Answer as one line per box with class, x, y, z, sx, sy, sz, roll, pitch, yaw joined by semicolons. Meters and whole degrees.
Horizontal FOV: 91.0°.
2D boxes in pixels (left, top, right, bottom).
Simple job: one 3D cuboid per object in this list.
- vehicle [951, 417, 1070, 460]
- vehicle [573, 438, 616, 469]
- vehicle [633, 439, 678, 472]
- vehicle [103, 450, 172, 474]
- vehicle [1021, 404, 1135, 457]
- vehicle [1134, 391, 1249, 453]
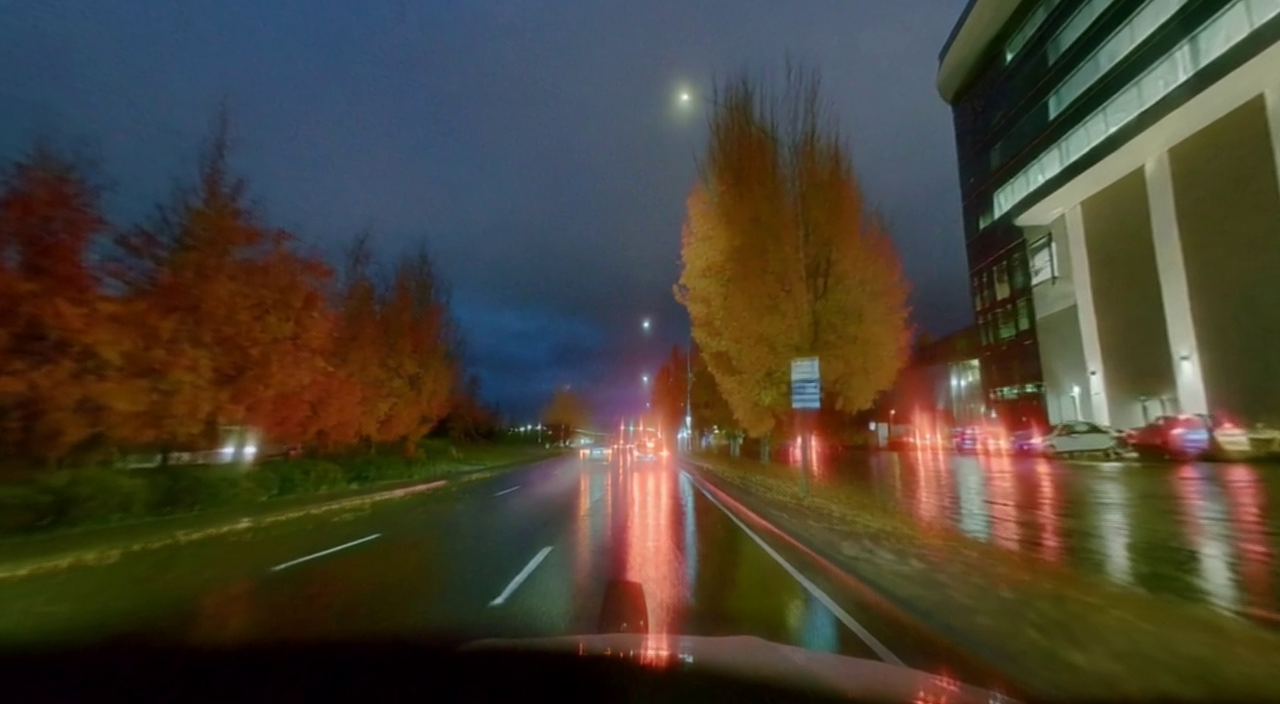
vehicle;26.709;6.297;45.627;6.918;2.911;2.524;0;-9;-1
vehicle;-2.603;5.934;37.106;2.197;1.709;4.069;0;-8;0
vehicle;0.719;5.001;30.638;2.040;1.493;3.682;0;-8;0
vehicle;-36.400;7.944;45.693;1.836;1.590;3.860;0;-8;-1
vehicle;23.095;4.226;33.468;4.440;2.545;2.105;-5;-10;24
vehicle;22.977;2.959;26.338;2.673;2.486;2.062;0;-8;-1
